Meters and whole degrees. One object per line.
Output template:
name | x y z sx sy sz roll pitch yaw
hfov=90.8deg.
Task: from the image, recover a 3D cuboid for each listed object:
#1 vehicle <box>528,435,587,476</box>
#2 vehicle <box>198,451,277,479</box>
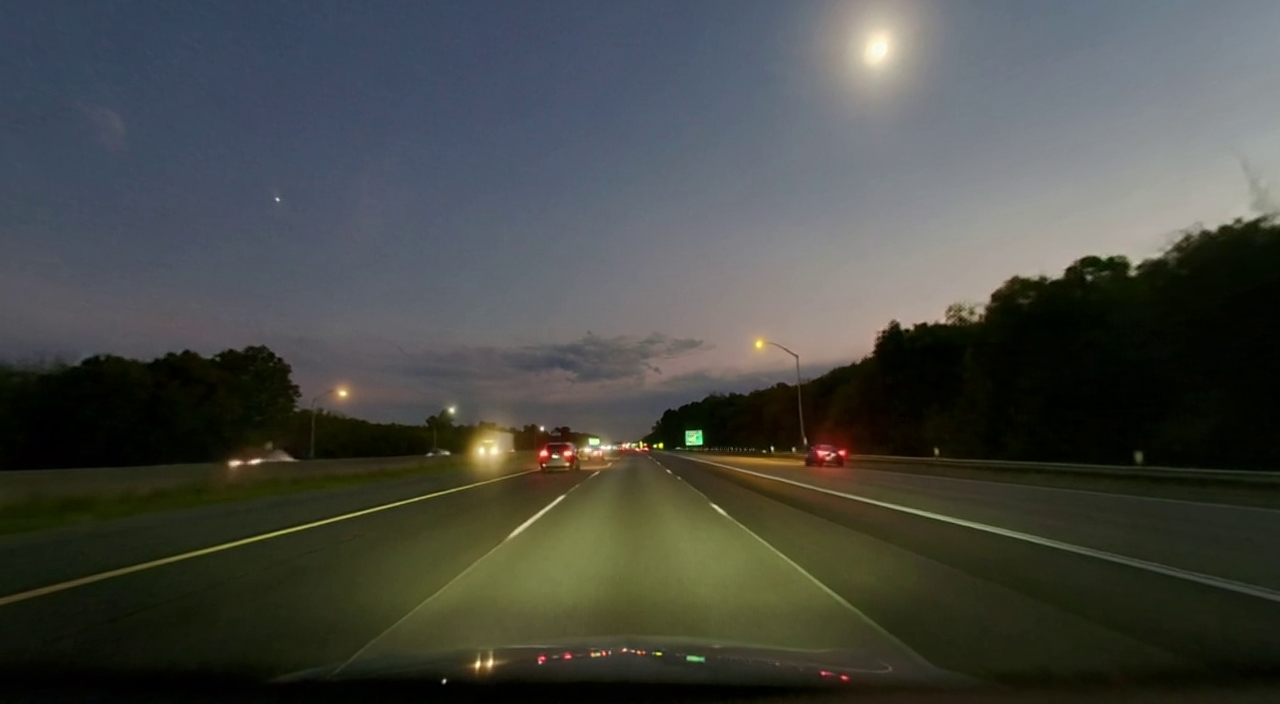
vehicle | -3.749 4.791 29.413 2.114 1.774 4.427 0 -9 0
vehicle | -25.584 7.181 40.369 1.980 1.610 4.674 0 -9 0
